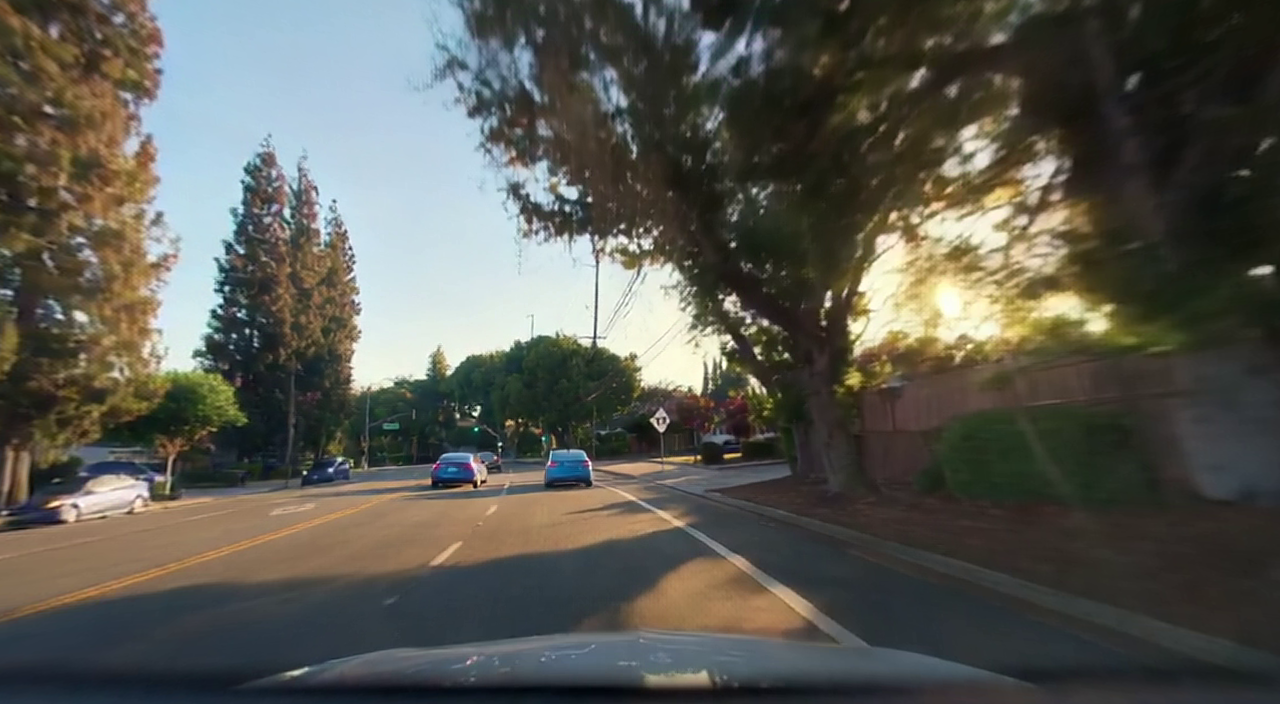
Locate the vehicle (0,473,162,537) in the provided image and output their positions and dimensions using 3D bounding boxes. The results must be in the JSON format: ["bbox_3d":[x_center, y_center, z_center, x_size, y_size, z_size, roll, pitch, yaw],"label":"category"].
[{"bbox_3d":[-16.548,4.385,18.600,1.944,1.458,4.549,1,-9,-9],"label":"vehicle"}]

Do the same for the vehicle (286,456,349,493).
[{"bbox_3d":[-20.832,7.897,41.068,2.094,2.000,5.603,2,-8,-11],"label":"vehicle"}]

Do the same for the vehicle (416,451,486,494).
[{"bbox_3d":[-7.015,4.482,23.899,1.913,1.425,4.235,1,-9,-8],"label":"vehicle"}]

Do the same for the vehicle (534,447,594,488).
[{"bbox_3d":[-3.207,4.706,26.012,2.168,1.504,4.284,2,-9,-10],"label":"vehicle"}]
